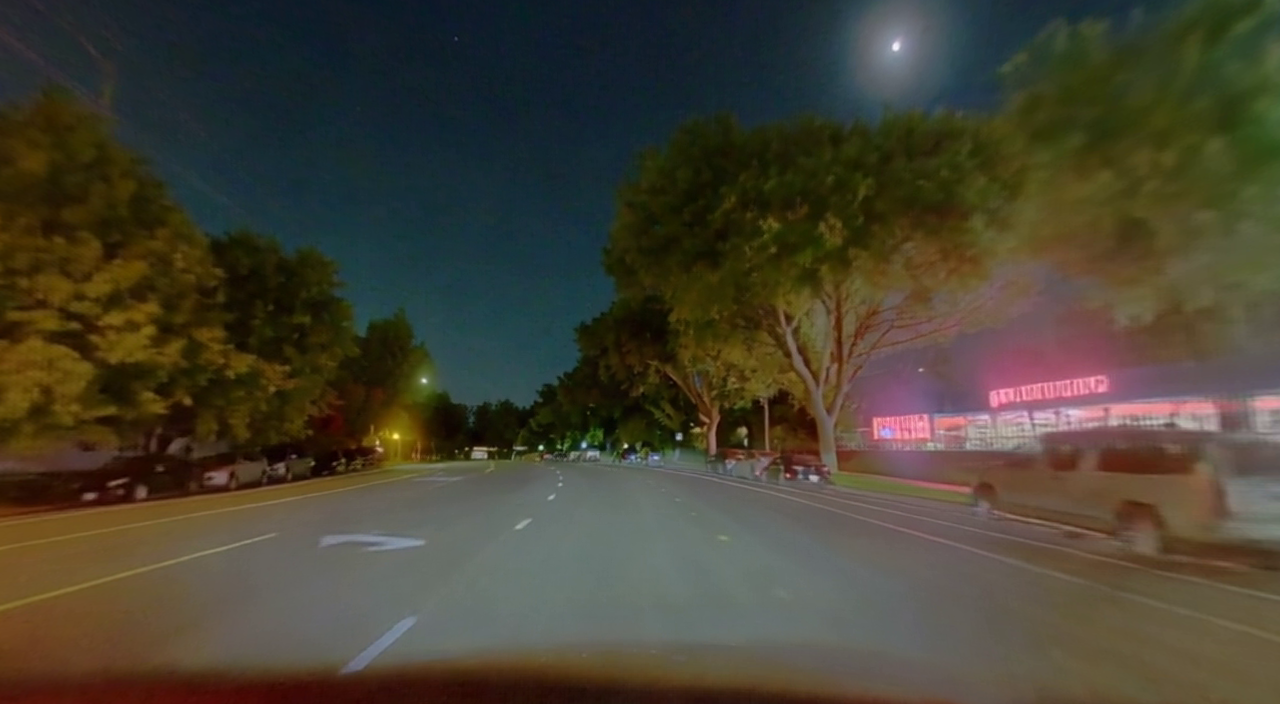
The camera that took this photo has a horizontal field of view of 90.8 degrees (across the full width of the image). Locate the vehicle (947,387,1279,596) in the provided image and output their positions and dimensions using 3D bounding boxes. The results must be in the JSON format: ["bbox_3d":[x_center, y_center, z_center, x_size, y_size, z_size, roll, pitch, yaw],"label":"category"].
[{"bbox_3d":[7.479,1.875,9.524,2.543,2.114,5.984,0,-9,-2],"label":"vehicle"}]

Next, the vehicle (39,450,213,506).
[{"bbox_3d":[-15.473,3.777,19.436,2.027,1.470,4.550,1,-9,-9],"label":"vehicle"}]

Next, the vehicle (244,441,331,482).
[{"bbox_3d":[-16.925,5.268,30.685,1.876,1.772,5.125,1,-9,-8],"label":"vehicle"}]

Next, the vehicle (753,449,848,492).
[{"bbox_3d":[6.093,4.534,24.645,1.872,1.515,4.799,1,-9,-8],"label":"vehicle"}]

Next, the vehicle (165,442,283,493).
[{"bbox_3d":[-15.909,4.398,24.493,1.927,1.748,4.474,1,-9,-7],"label":"vehicle"}]
